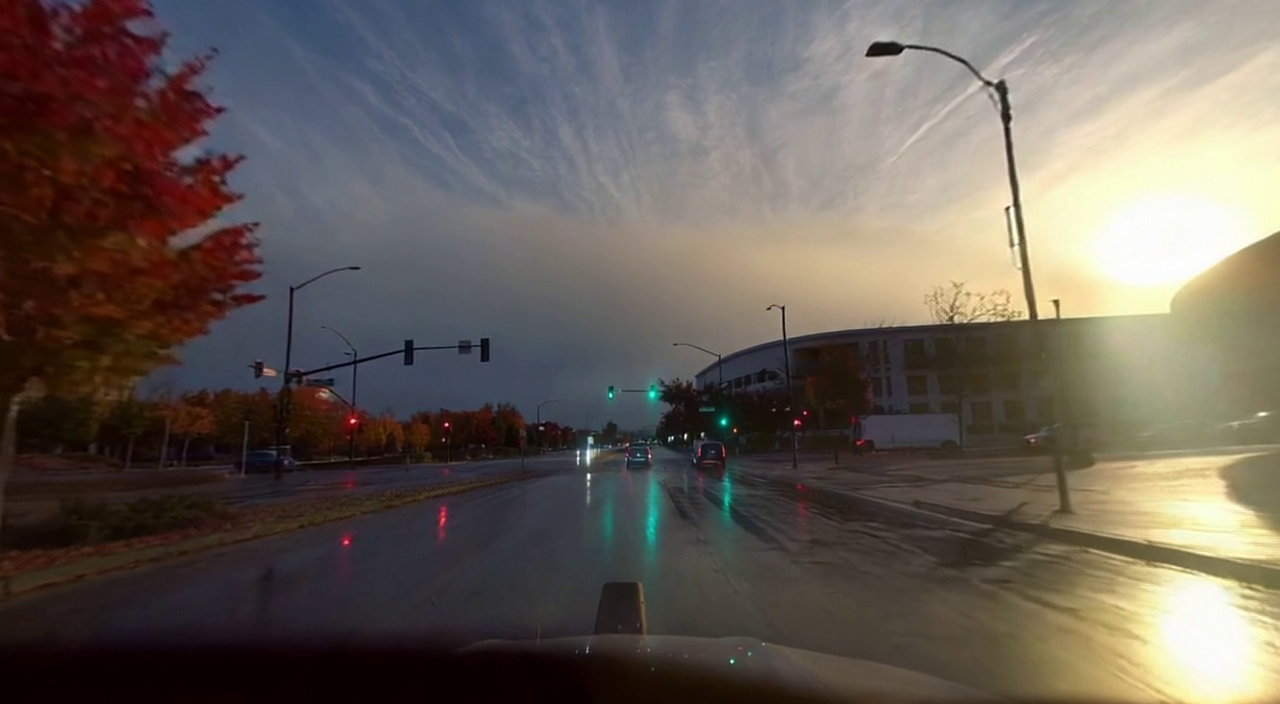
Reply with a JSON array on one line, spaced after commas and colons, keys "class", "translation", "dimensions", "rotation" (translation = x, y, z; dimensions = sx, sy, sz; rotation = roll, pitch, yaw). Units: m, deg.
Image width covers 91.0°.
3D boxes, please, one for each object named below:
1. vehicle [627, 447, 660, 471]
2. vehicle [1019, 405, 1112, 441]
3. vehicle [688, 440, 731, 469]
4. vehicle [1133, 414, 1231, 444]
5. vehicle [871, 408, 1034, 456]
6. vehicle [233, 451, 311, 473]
[{"class": "vehicle", "translation": [0.187, 7.043, 41.559], "dimensions": [2.014, 1.525, 4.197], "rotation": [0, -9, -1]}, {"class": "vehicle", "translation": [23.436, 3.996, 34.924], "dimensions": [1.887, 1.635, 4.695], "rotation": [1, -10, 0]}, {"class": "vehicle", "translation": [4.539, 6.773, 41.640], "dimensions": [2.174, 1.749, 4.739], "rotation": [1, -9, -2]}, {"class": "vehicle", "translation": [30.442, 4.378, 35.571], "dimensions": [1.729, 1.507, 4.279], "rotation": [-1, -9, 1]}, {"class": "vehicle", "translation": [24.343, 6.353, 49.653], "dimensions": [10.893, 3.534, 3.195], "rotation": [0, -9, 4]}, {"class": "vehicle", "translation": [-26.791, 8.015, 45.912], "dimensions": [4.500, 1.555, 1.913], "rotation": [0, -9, 3]}]
